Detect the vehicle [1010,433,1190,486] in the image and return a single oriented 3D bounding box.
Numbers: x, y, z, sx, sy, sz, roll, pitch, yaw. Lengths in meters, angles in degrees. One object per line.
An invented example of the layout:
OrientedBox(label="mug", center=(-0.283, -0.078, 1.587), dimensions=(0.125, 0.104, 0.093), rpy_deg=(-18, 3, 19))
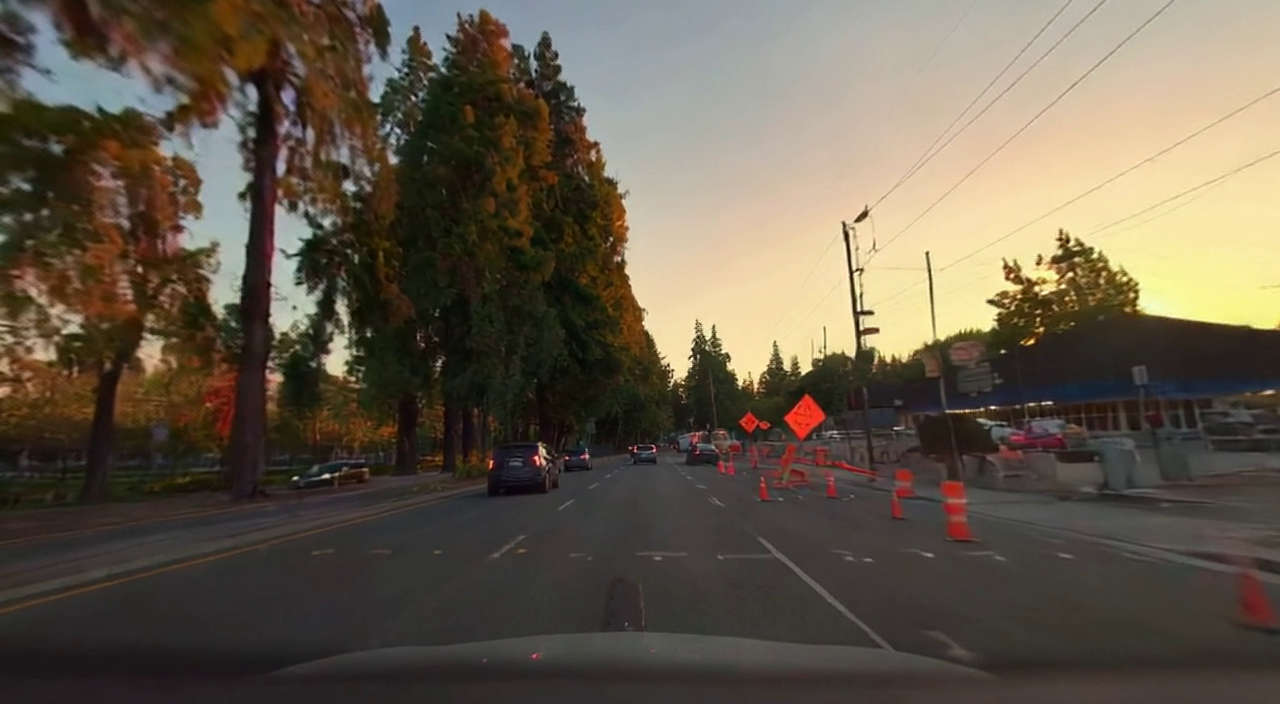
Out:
OrientedBox(label="vehicle", center=(14.117, 3.315, 19.800), dimensions=(1.969, 1.457, 4.719), rpy_deg=(0, -8, -2))

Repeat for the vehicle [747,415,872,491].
OrientedBox(label="vehicle", center=(5.592, 3.497, 22.091), dimensions=(2.653, 2.231, 6.793), rpy_deg=(0, -8, 1))

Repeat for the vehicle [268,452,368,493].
OrientedBox(label="vehicle", center=(-13.830, 5.175, 27.376), dimensions=(1.826, 1.553, 4.293), rpy_deg=(-1, -8, 4))

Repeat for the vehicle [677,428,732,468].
OrientedBox(label="vehicle", center=(4.316, 6.633, 43.659), dimensions=(2.760, 2.465, 7.936), rpy_deg=(0, -8, -1))

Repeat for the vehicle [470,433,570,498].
OrientedBox(label="vehicle", center=(-3.398, 3.309, 18.783), dimensions=(2.038, 1.682, 4.399), rpy_deg=(0, -8, 1))
